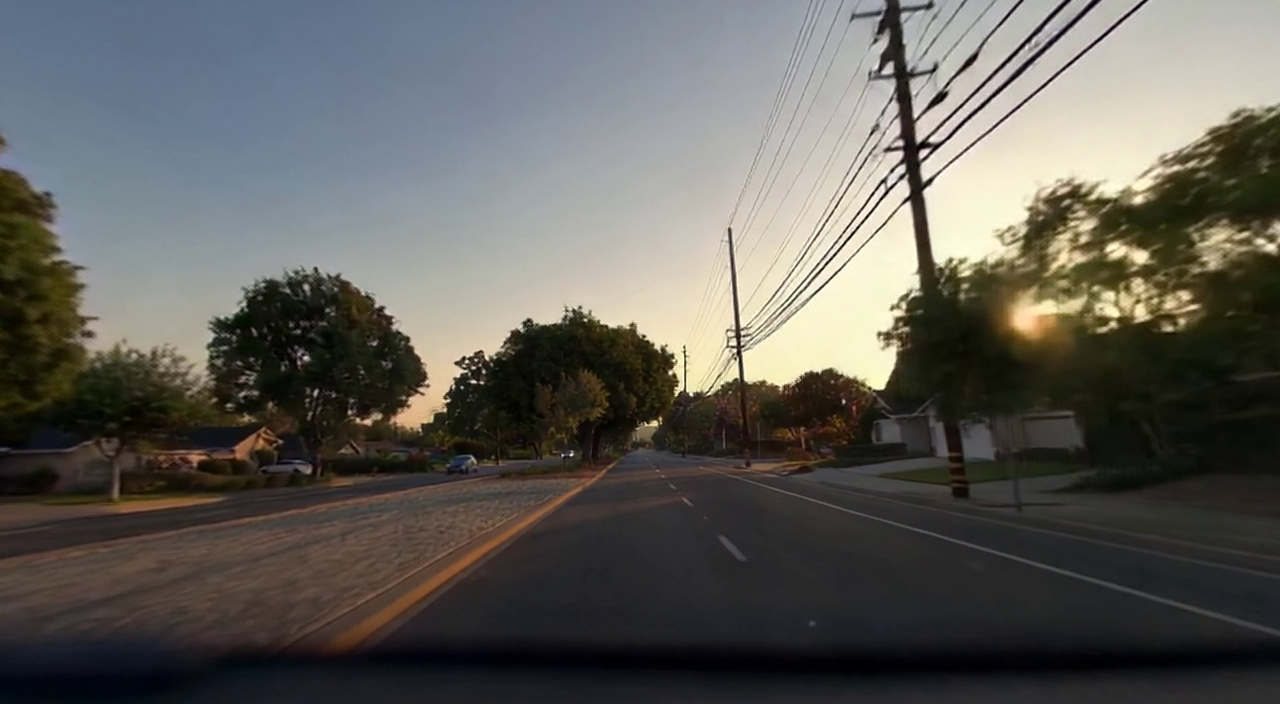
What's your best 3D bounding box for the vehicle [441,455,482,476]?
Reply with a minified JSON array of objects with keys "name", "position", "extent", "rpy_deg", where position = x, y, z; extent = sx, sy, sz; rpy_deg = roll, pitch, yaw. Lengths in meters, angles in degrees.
[{"name":"vehicle","position":[-13.642,8.666,48.535],"extent":[1.897,1.451,4.298],"rpy_deg":[0,-9,0]}]
